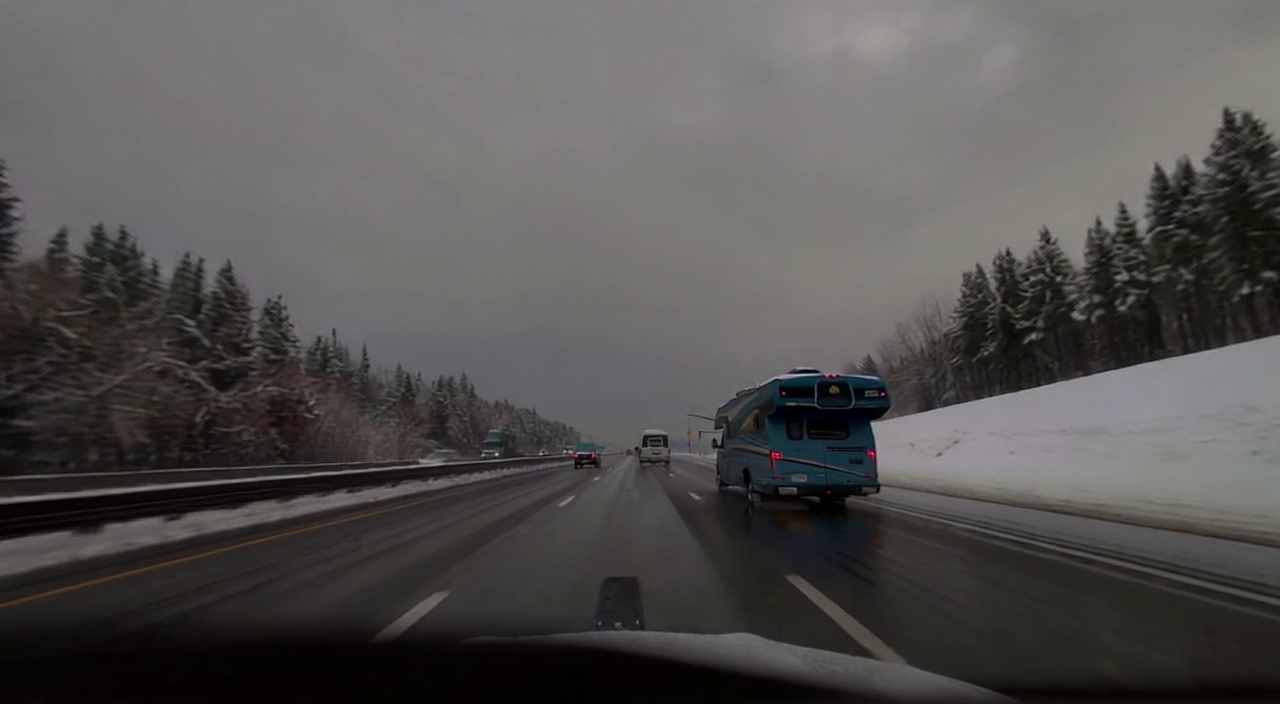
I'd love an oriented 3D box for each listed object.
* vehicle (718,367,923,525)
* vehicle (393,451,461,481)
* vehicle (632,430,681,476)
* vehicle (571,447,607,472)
[{"bbox_3d":[3.790,2.270,15.370,2.607,2.910,7.252,0,-9,-2],"label":"vehicle"},{"bbox_3d":[-11.129,5.964,33.292,1.935,1.447,4.594,0,-9,1],"label":"vehicle"},{"bbox_3d":[0.850,5.597,35.103,2.524,2.310,4.986,0,-9,0],"label":"vehicle"},{"bbox_3d":[-3.305,7.112,41.975,1.959,1.502,4.559,0,-9,1],"label":"vehicle"}]
